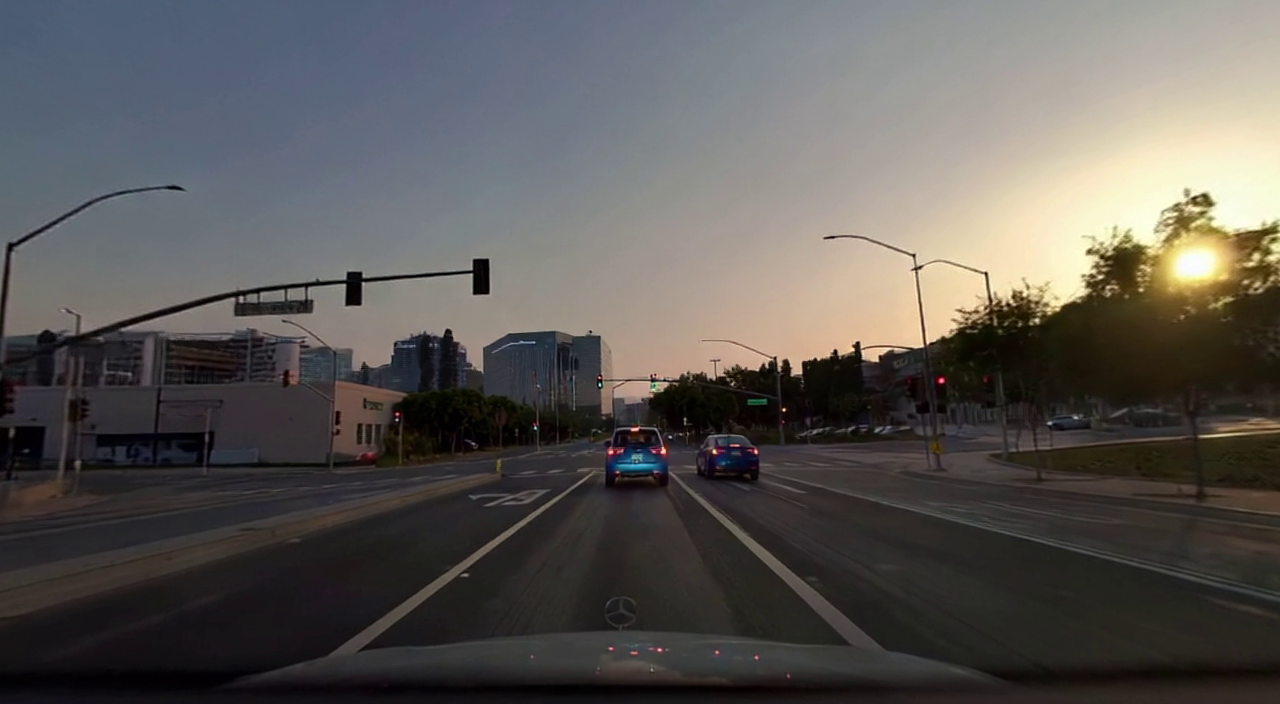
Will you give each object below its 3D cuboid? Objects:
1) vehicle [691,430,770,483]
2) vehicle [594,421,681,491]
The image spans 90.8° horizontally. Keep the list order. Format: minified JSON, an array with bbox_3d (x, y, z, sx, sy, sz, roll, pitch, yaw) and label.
[{"bbox_3d":[3.184,3.794,23.257,2.107,1.736,4.228,0,-8,-2],"label":"vehicle"},{"bbox_3d":[-0.149,3.251,20.074,2.413,1.939,4.716,0,-8,-2],"label":"vehicle"}]
